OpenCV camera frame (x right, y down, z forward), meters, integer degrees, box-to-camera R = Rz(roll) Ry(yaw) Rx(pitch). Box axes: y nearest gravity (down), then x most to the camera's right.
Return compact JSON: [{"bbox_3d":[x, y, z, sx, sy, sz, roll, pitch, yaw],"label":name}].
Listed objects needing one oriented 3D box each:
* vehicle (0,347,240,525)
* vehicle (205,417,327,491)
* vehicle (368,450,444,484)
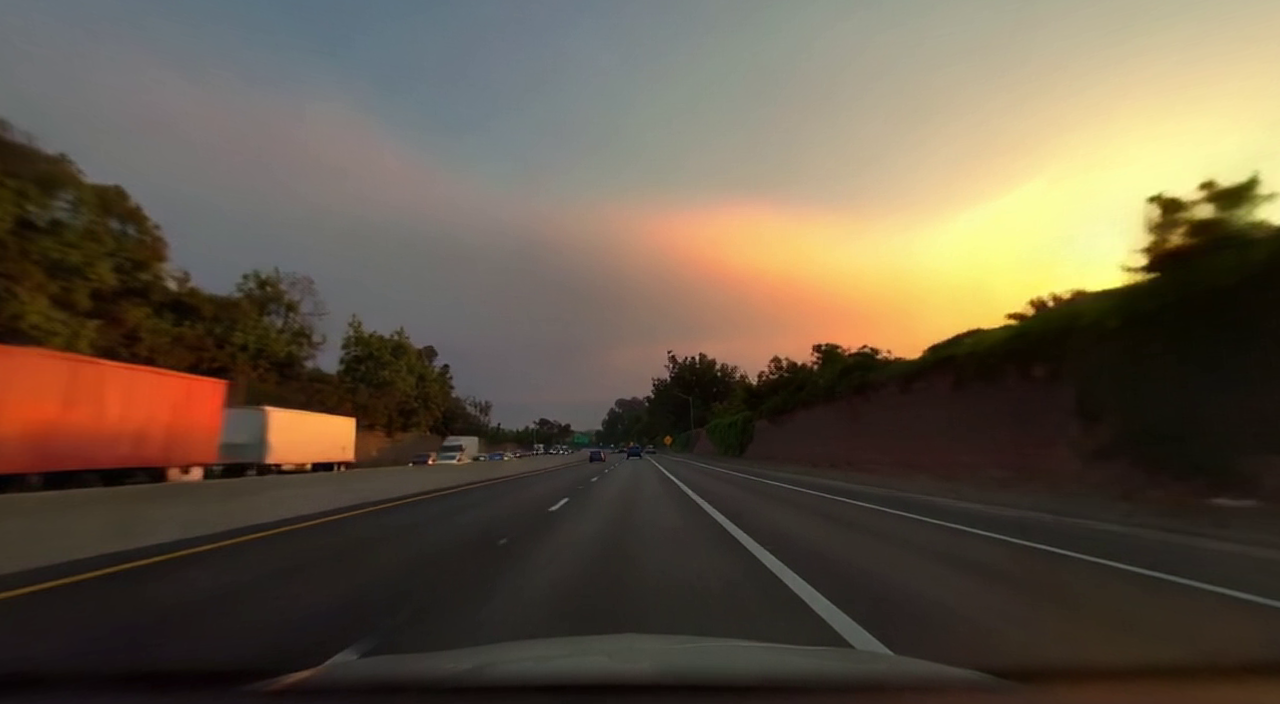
[{"bbox_3d":[-16.233,2.145,15.873,2.888,4.057,14.334,0,-9,0],"label":"vehicle"},{"bbox_3d":[-20.012,5.522,34.249,2.891,3.645,6.006,0,-9,-2],"label":"vehicle"},{"bbox_3d":[-11.310,5.584,30.799,2.078,1.522,4.275,0,-9,0],"label":"vehicle"}]
